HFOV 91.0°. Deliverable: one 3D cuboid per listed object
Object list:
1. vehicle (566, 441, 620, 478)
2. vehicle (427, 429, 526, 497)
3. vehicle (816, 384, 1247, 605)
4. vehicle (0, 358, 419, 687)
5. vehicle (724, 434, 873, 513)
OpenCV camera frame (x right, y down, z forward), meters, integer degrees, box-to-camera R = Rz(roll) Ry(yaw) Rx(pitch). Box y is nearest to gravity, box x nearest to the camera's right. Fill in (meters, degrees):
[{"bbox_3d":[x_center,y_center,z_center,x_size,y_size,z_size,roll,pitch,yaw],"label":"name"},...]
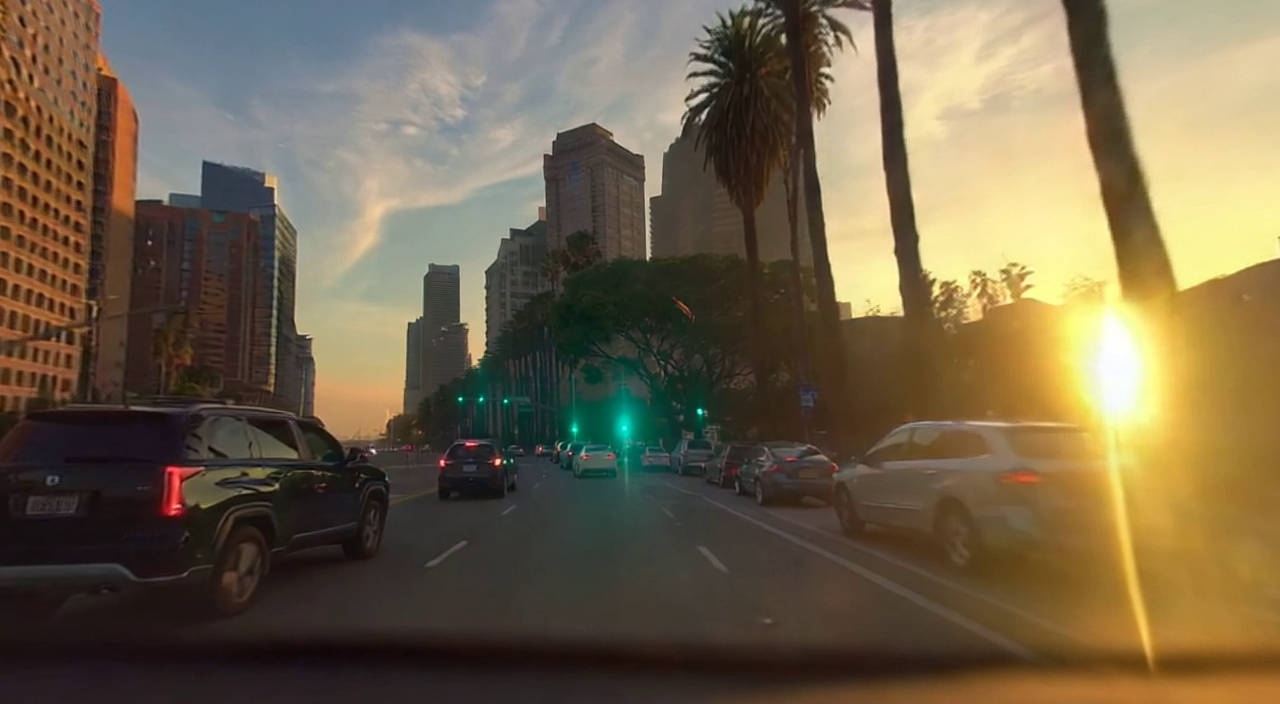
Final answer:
[{"bbox_3d":[-2.066,4.546,26.814,2.036,1.461,3.890,1,-9,-7],"label":"vehicle"},{"bbox_3d":[-4.641,3.206,18.579,2.014,1.740,4.392,1,-9,-4],"label":"vehicle"},{"bbox_3d":[3.914,1.520,7.588,1.963,1.802,4.648,1,-9,-4],"label":"vehicle"},{"bbox_3d":[-3.637,1.236,5.624,1.800,1.797,4.224,0,-9,-1],"label":"vehicle"},{"bbox_3d":[3.441,2.739,14.770,1.808,1.526,4.894,1,-9,-6],"label":"vehicle"}]
